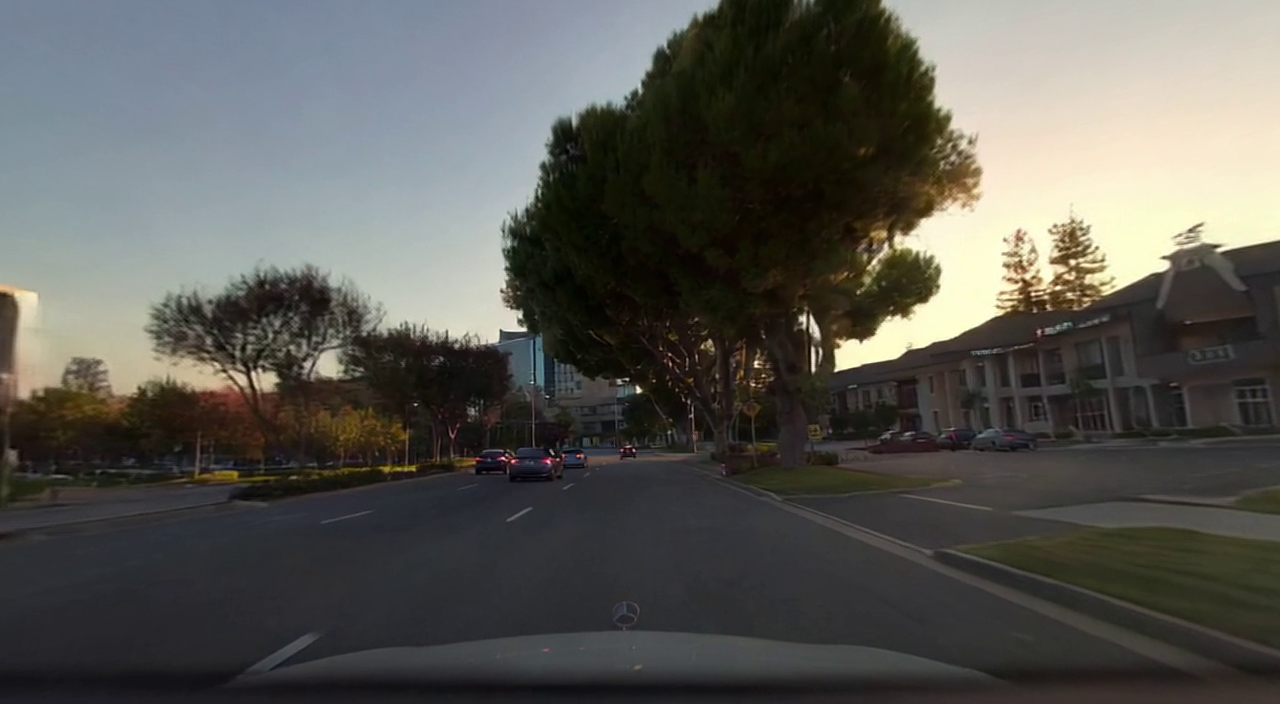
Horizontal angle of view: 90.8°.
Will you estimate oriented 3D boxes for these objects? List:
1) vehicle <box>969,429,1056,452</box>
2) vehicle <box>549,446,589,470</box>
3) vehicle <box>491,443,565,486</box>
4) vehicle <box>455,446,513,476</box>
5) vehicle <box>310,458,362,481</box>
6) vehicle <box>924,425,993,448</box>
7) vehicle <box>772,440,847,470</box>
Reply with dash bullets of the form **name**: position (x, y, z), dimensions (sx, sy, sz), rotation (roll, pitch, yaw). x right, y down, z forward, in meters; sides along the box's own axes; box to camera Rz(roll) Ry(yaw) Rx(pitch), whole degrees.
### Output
- **vehicle**: position (24.795, 5.893, 42.151), dimensions (4.614, 1.464, 1.856), rotation (0, -9, 0)
- **vehicle**: position (-4.345, 6.542, 39.170), dimensions (1.971, 1.414, 4.317), rotation (0, -8, 0)
- **vehicle**: position (-4.179, 4.285, 24.418), dimensions (2.011, 1.483, 4.596), rotation (0, -9, 0)
- **vehicle**: position (-8.400, 5.916, 34.546), dimensions (1.976, 1.497, 4.709), rotation (0, -9, 0)
- **vehicle**: position (-23.850, 9.219, 49.797), dimensions (2.007, 1.501, 4.340), rotation (-3, -9, -1)
- **vehicle**: position (24.548, 6.494, 48.752), dimensions (4.154, 1.662, 2.113), rotation (-1, -8, 0)
- **vehicle**: position (12.403, 7.595, 46.446), dimensions (4.790, 1.439, 2.034), rotation (-9, -9, 0)
